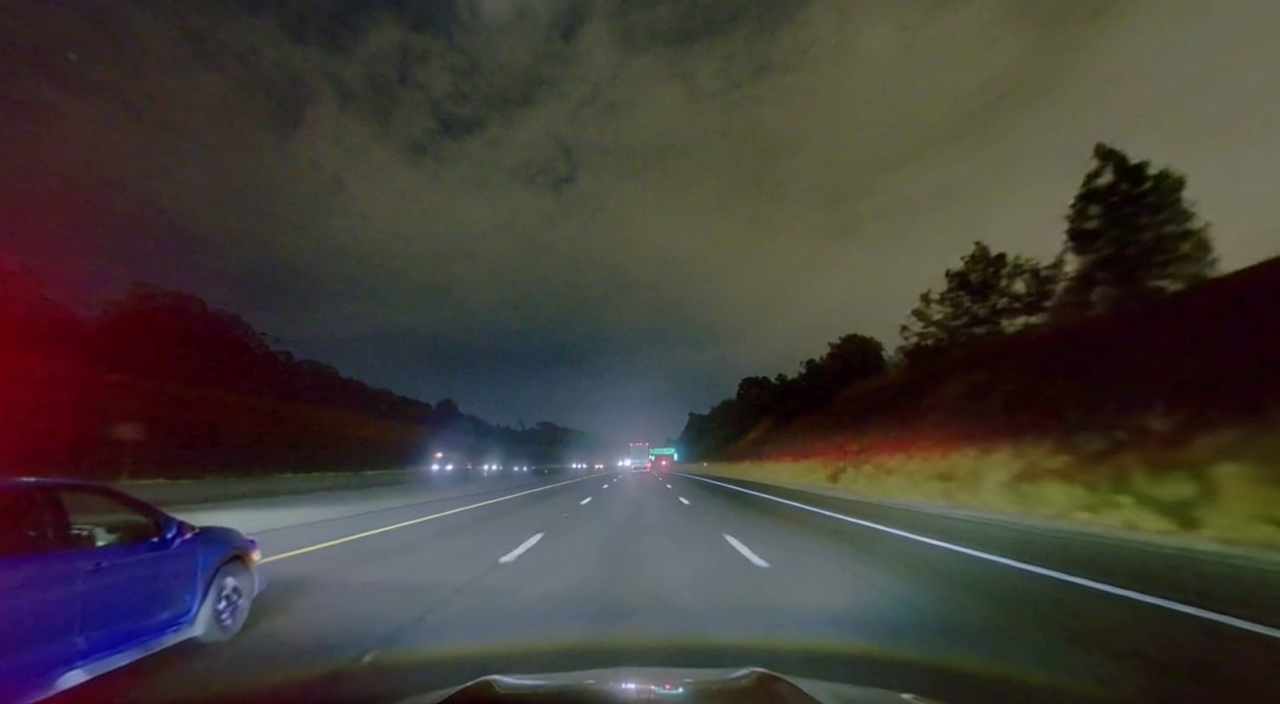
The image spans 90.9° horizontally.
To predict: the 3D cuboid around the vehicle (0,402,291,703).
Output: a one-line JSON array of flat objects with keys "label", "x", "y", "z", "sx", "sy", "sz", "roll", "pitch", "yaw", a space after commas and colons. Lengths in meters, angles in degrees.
[{"label": "vehicle", "x": -3.170, "y": 0.832, "z": 1.631, "sx": 2.016, "sy": 1.506, "sz": 4.387, "roll": 1, "pitch": -10, "yaw": -1}]
